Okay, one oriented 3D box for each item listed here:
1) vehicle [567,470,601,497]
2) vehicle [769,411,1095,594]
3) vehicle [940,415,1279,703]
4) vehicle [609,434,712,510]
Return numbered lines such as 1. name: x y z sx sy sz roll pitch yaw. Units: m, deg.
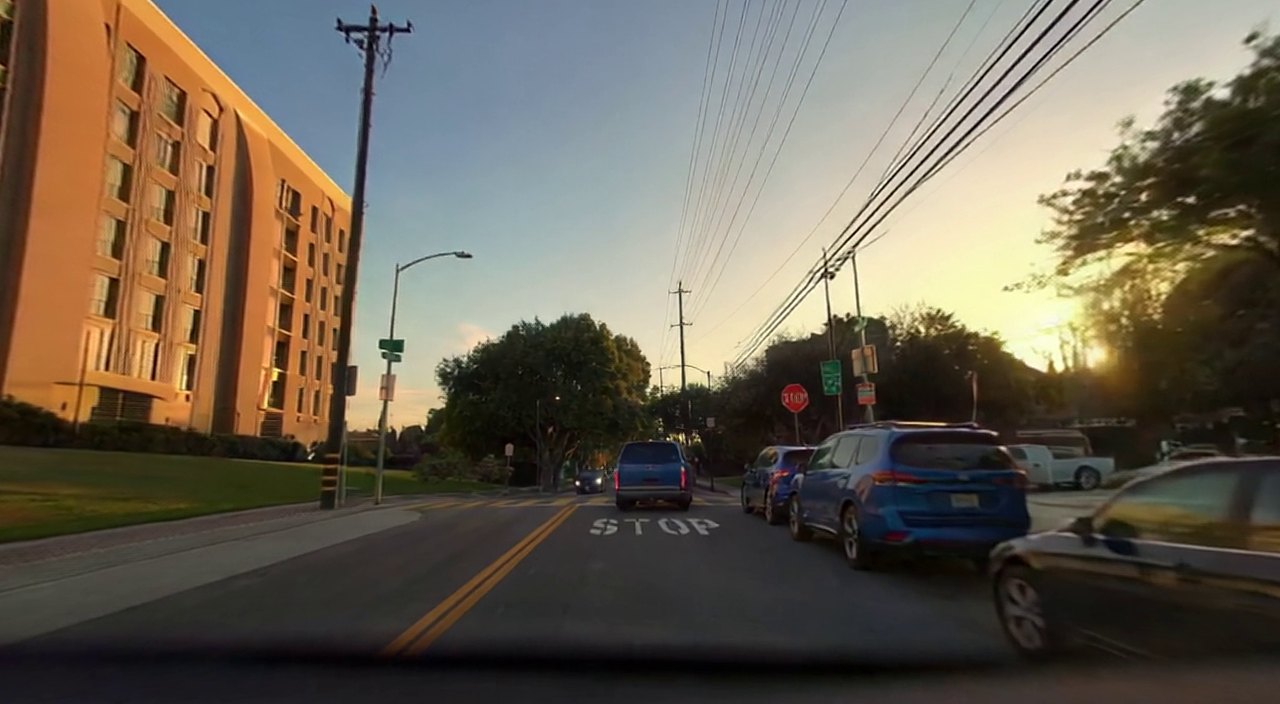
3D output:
1. vehicle: -3.646 8.633 41.691 1.911 1.563 4.057 0 -8 0
2. vehicle: 3.262 1.764 8.330 2.039 1.731 4.428 0 -8 -2
3. vehicle: 3.401 1.065 2.980 1.828 1.476 3.984 0 -8 -3
4. vehicle: 0.738 3.243 17.644 2.214 1.789 4.872 -2 -9 10
